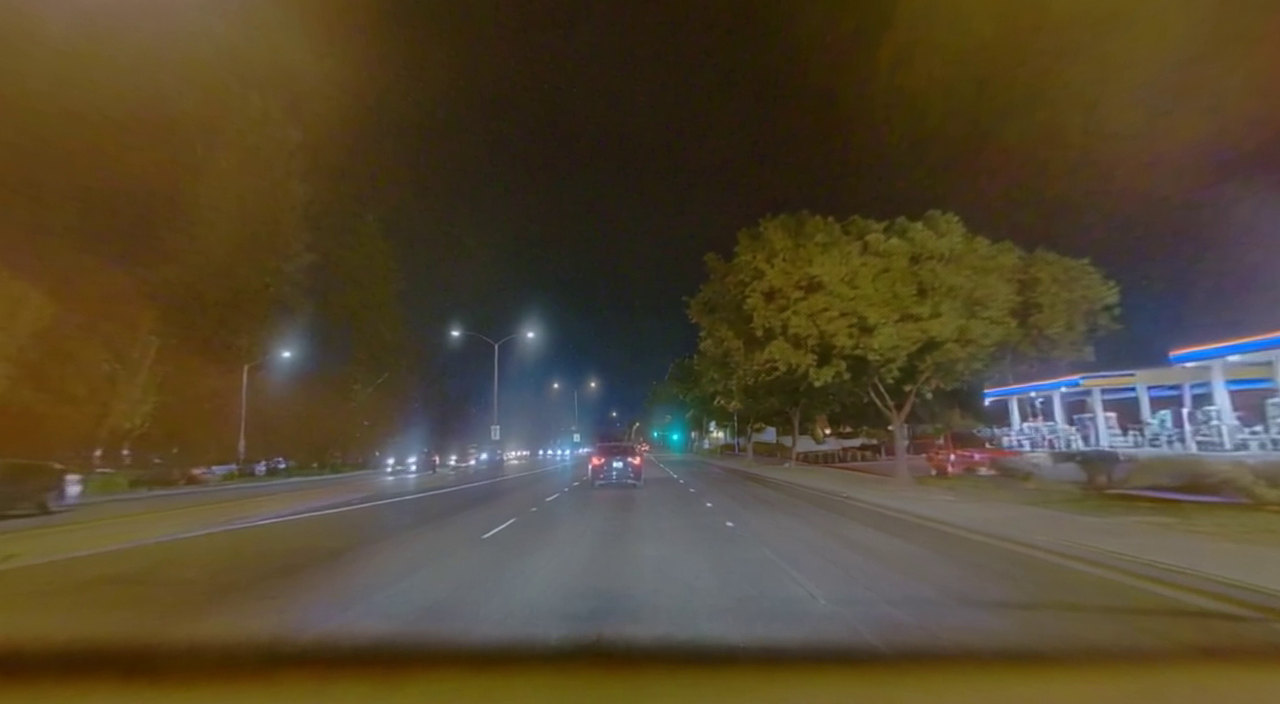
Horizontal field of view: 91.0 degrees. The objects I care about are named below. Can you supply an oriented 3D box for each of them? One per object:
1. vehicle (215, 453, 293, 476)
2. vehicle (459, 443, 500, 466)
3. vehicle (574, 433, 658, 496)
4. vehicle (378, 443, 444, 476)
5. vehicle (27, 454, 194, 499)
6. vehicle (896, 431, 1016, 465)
[{"bbox_3d":[-30.542,8.886,49.925,2.099,1.565,4.767,-6,-10,35],"label":"vehicle"},{"bbox_3d":[-12.445,7.963,49.005,1.956,1.697,4.380,0,-8,1],"label":"vehicle"},{"bbox_3d":[-0.595,3.092,17.643,2.062,1.519,4.214,1,-8,0],"label":"vehicle"},{"bbox_3d":[-12.700,5.956,35.199,1.943,1.668,4.331,0,-9,1],"label":"vehicle"},{"bbox_3d":[-23.975,5.593,28.832,2.053,1.738,5.352,-4,-9,25],"label":"vehicle"},{"bbox_3d":[15.475,4.730,31.048,4.812,1.549,2.015,0,-8,0],"label":"vehicle"}]
